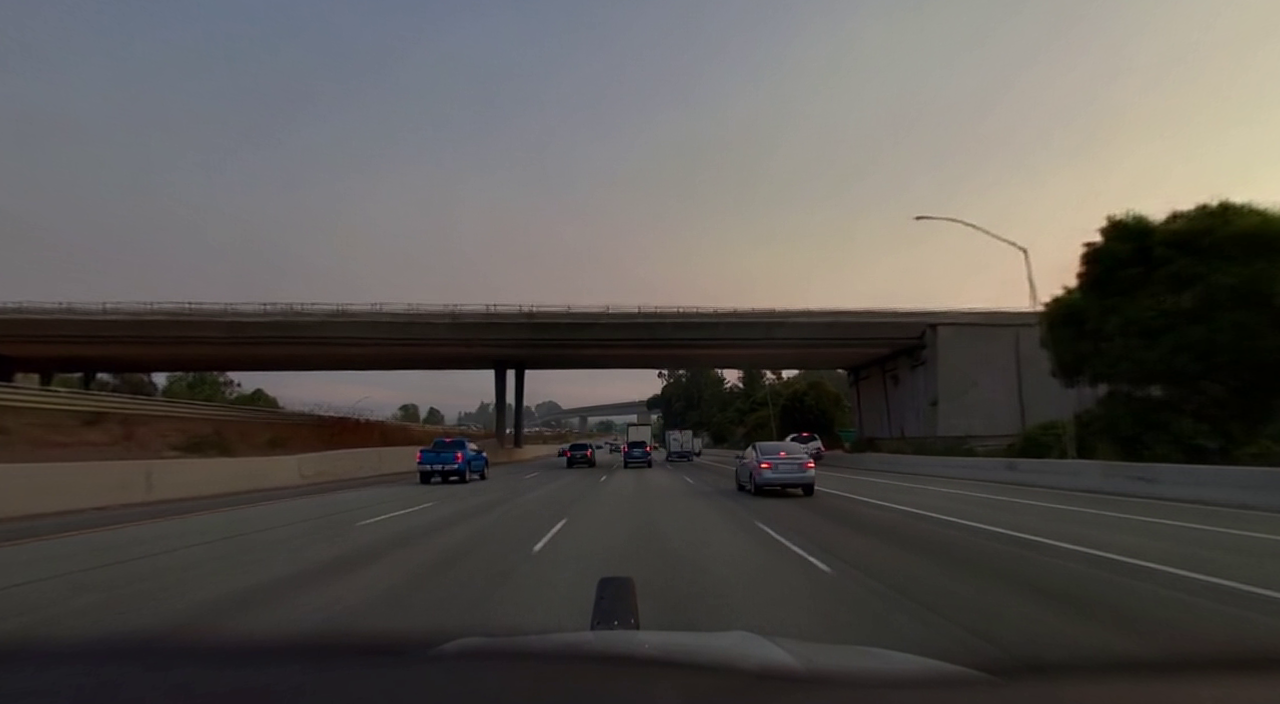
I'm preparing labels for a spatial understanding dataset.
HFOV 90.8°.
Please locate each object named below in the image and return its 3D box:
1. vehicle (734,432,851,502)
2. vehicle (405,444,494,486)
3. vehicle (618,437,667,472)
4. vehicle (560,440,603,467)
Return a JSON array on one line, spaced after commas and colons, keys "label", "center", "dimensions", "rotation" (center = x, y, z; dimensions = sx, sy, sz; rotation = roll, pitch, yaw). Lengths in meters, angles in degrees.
[{"label": "vehicle", "center": [3.993, 3.090, 17.344], "dimensions": [2.119, 1.653, 4.000], "rotation": [0, -9, -1]}, {"label": "vehicle", "center": [-7.192, 4.288, 24.369], "dimensions": [1.947, 1.444, 4.595], "rotation": [0, -9, 1]}, {"label": "vehicle", "center": [0.098, 5.858, 36.226], "dimensions": [2.572, 1.837, 5.693], "rotation": [0, -9, 0]}, {"label": "vehicle", "center": [-3.955, 7.006, 43.636], "dimensions": [2.535, 1.715, 5.030], "rotation": [0, -9, 0]}]
